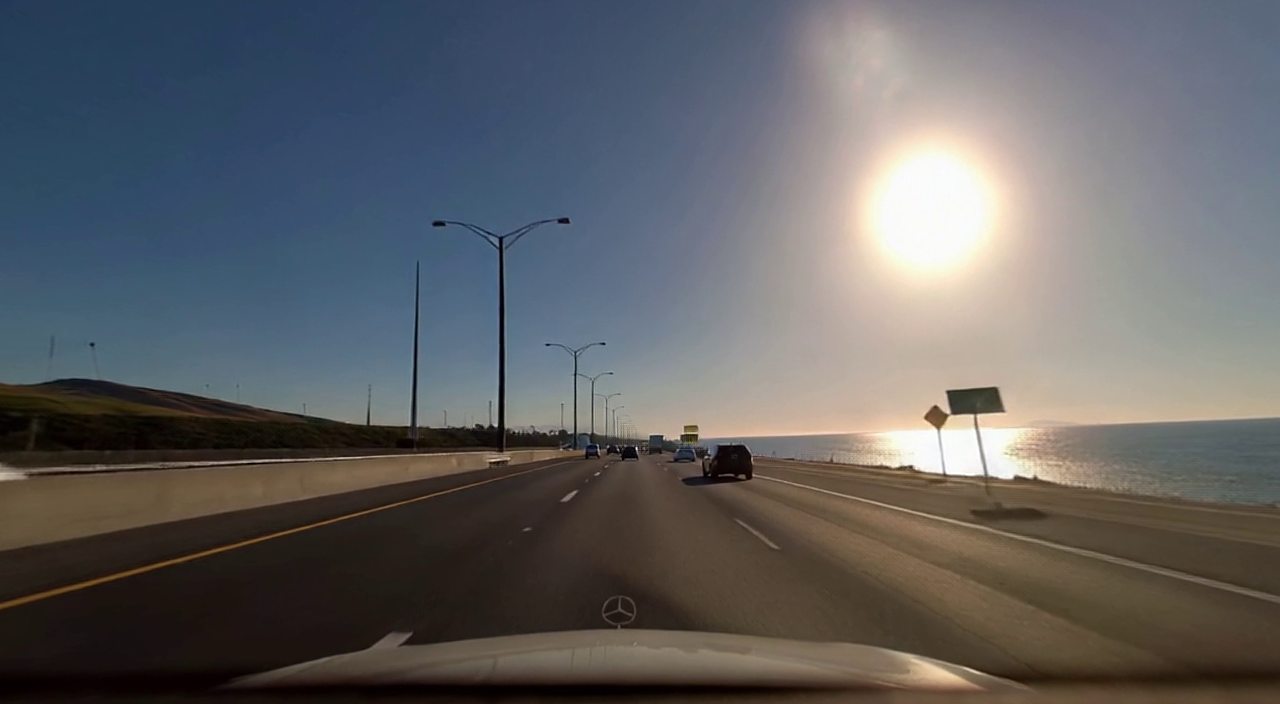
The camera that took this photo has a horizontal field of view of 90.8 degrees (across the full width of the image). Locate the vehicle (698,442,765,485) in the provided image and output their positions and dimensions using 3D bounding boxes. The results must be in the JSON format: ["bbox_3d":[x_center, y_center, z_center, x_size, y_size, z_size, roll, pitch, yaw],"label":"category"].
[{"bbox_3d":[3.445,4.276,24.595,1.890,1.490,4.373,0,-8,-1],"label":"vehicle"}]
